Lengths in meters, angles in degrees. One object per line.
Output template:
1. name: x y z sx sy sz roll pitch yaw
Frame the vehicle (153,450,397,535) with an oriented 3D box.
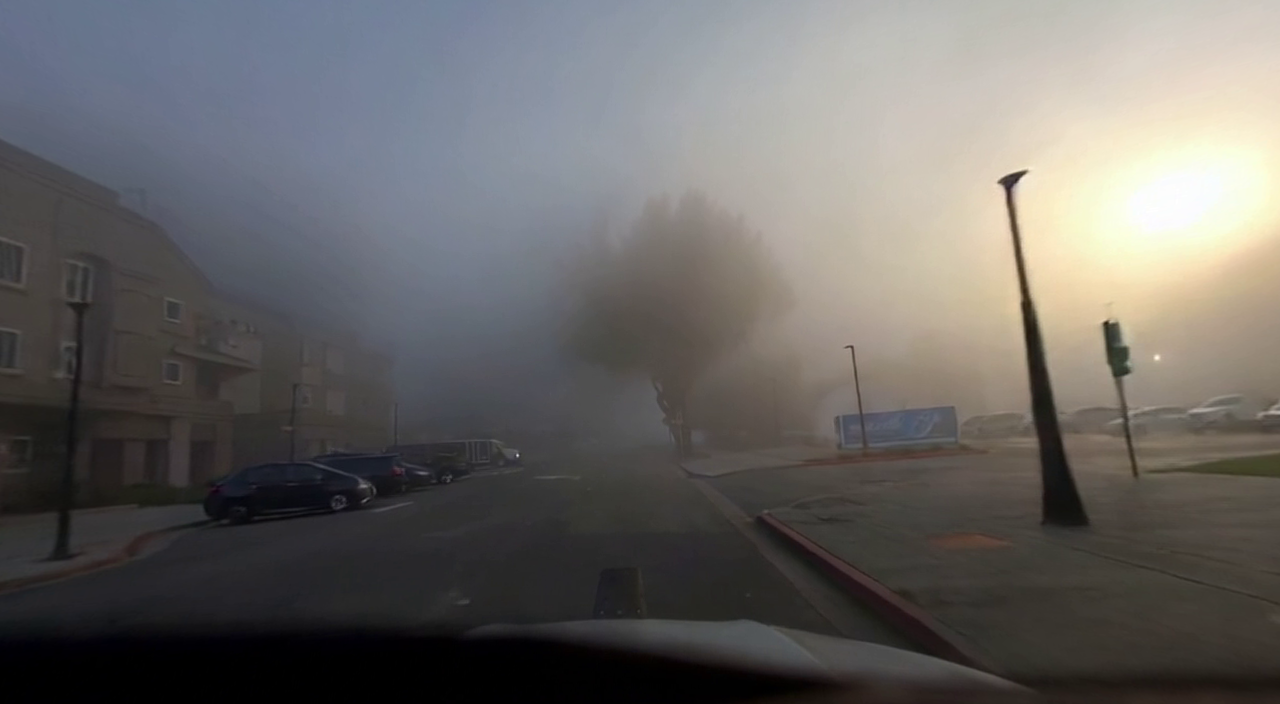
1. vehicle: -8.671 3.306 15.353 1.879 1.543 4.778 -12 -13 43

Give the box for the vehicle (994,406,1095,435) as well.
1. vehicle: 23.739 4.051 37.025 4.521 1.634 1.996 0 -8 0

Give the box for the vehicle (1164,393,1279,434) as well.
1. vehicle: 23.393 2.418 24.296 4.418 1.472 2.109 0 -8 -1

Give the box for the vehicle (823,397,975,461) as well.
1. vehicle: 10.978 3.265 26.945 5.453 1.794 2.011 -9 -6 -2

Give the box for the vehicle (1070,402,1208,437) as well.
1. vehicle: 23.195 3.171 29.378 4.746 1.536 1.914 0 -8 0
